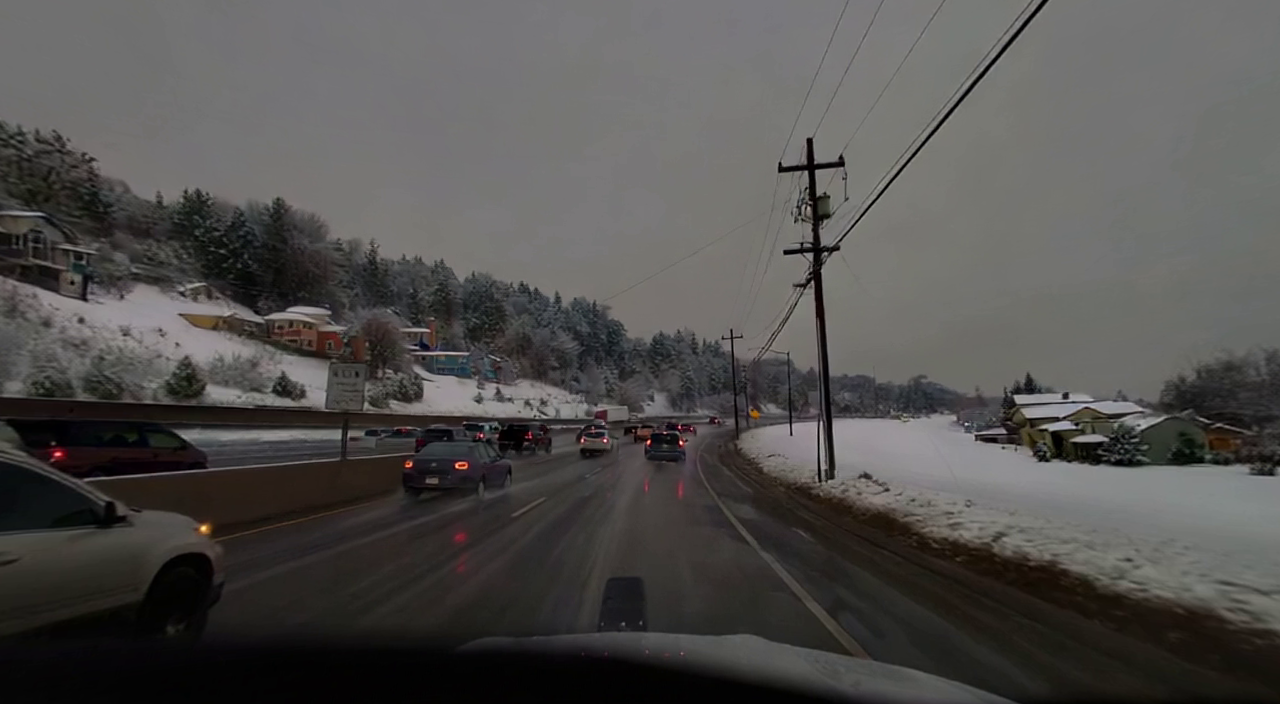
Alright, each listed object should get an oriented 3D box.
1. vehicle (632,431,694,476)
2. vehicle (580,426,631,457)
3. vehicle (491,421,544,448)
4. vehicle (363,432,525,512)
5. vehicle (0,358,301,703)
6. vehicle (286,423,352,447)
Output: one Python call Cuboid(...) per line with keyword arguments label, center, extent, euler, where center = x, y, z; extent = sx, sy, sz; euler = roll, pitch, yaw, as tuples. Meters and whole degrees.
Cuboid(label="vehicle", center=(0.893, 3.726, 23.237), extent=(2.109, 1.495, 3.935), euler=(-1, -8, 4))
Cuboid(label="vehicle", center=(-1.937, 5.223, 36.676), extent=(2.121, 1.639, 4.383), euler=(-1, -8, 8))
Cuboid(label="vehicle", center=(-8.571, 5.878, 44.605), extent=(2.080, 1.833, 4.461), euler=(-2, -9, 12))
Cuboid(label="vehicle", center=(-4.153, 2.617, 14.342), extent=(1.956, 1.478, 4.789), euler=(-1, -8, 2))
Cuboid(label="vehicle", center=(-4.142, 0.975, 3.427), extent=(2.079, 1.763, 4.295), euler=(0, -8, 2))
Cuboid(label="vehicle", center=(-21.940, 5.735, 43.310), extent=(1.842, 1.568, 4.109), euler=(-2, -8, 11))
